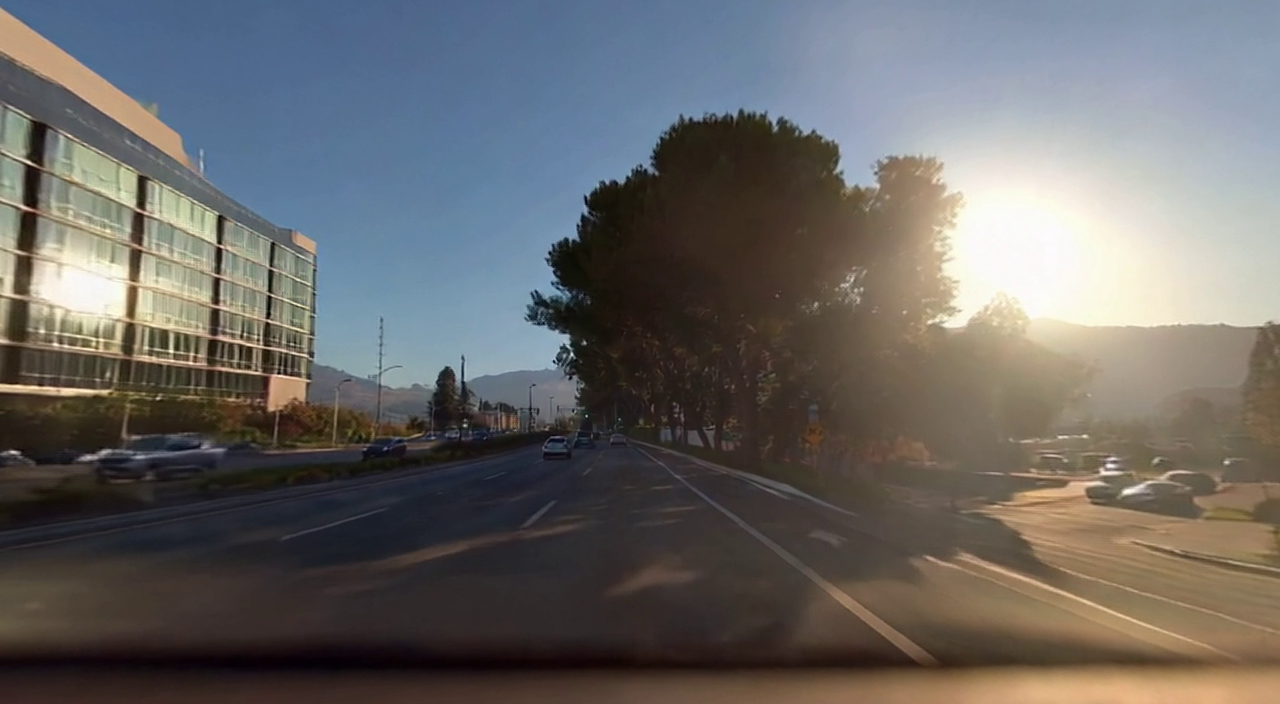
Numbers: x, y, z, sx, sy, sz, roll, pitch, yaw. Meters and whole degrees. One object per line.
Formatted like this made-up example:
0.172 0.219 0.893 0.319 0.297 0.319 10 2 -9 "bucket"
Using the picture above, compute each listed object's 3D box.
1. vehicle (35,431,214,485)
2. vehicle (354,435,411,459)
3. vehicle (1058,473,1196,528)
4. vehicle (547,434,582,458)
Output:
-18.398 3.808 22.969 2.286 1.743 4.869 -1 -8 2 "vehicle"
-18.139 6.713 44.765 2.079 1.560 4.702 0 -8 0 "vehicle"
23.138 7.136 30.208 4.619 1.807 2.224 7 -19 3 "vehicle"
-5.075 6.385 42.932 2.025 1.474 4.292 0 -9 -2 "vehicle"
